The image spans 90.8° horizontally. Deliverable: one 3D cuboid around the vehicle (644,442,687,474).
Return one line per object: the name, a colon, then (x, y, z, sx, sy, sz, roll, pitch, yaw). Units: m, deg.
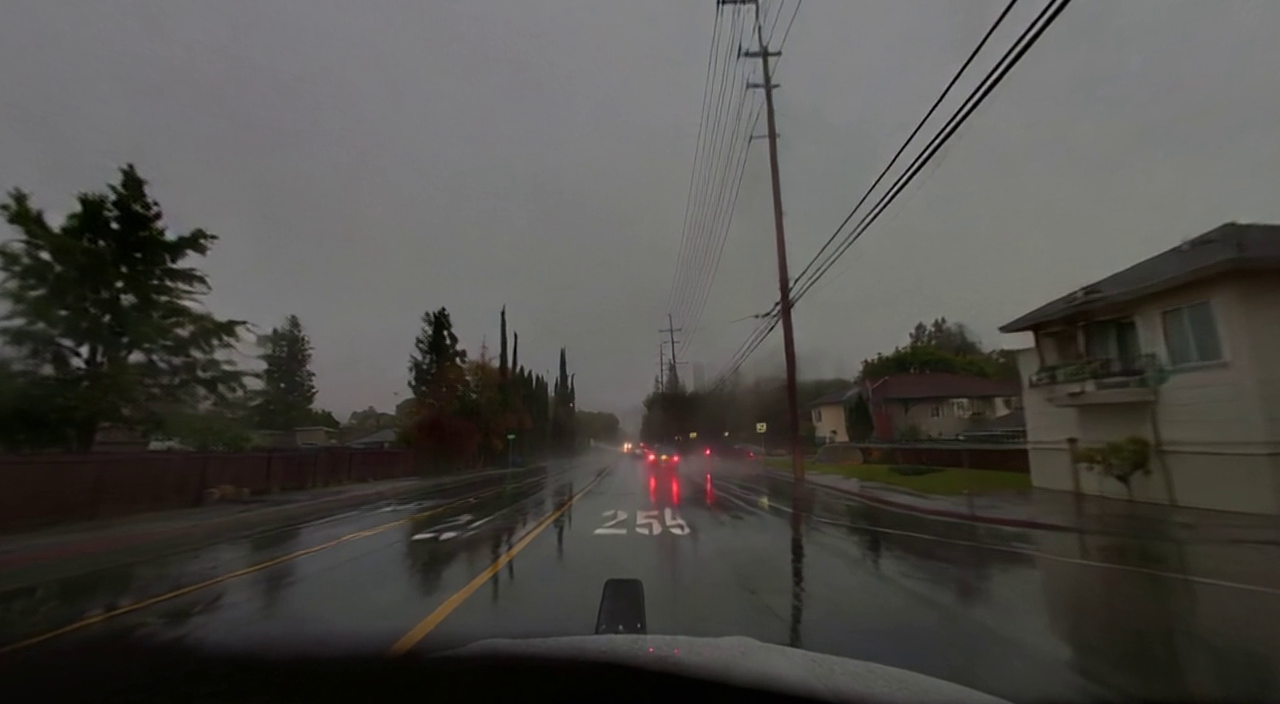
vehicle: (1.187, 5.181, 31.086, 1.975, 1.497, 3.647, 0, -8, 0)
